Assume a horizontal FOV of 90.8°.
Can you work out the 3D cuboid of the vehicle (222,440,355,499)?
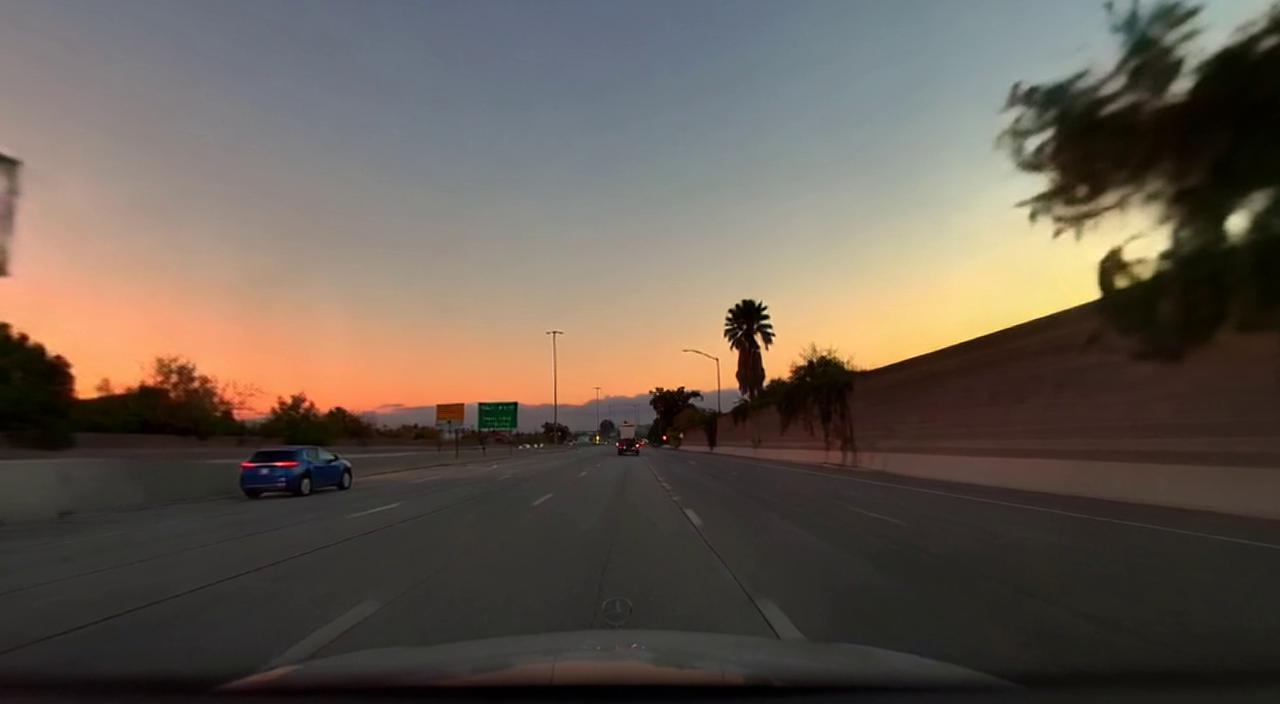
[{"bbox_3d":[-11.013,3.665,20.178,1.897,1.653,4.113,0,-8,-1],"label":"vehicle"}]
